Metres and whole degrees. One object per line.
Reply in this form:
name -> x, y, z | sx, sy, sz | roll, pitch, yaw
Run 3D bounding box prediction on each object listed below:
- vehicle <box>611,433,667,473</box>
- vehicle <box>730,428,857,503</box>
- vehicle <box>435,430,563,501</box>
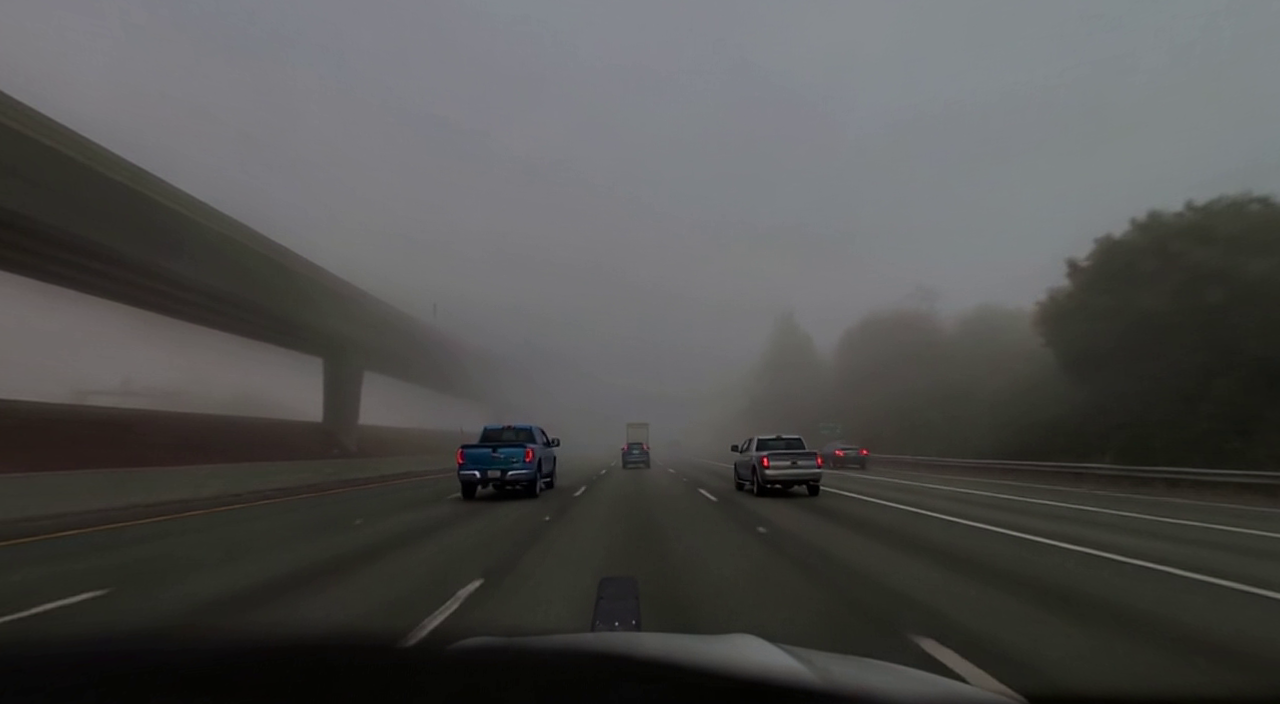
vehicle -> -0.054, 5.135, 32.239 | 2.572, 1.837, 5.693 | 0, -9, 0
vehicle -> 3.722, 2.844, 16.174 | 2.119, 1.653, 4.000 | 0, -9, -2
vehicle -> -3.767, 3.164, 18.026 | 2.535, 1.715, 5.030 | 0, -9, -1
